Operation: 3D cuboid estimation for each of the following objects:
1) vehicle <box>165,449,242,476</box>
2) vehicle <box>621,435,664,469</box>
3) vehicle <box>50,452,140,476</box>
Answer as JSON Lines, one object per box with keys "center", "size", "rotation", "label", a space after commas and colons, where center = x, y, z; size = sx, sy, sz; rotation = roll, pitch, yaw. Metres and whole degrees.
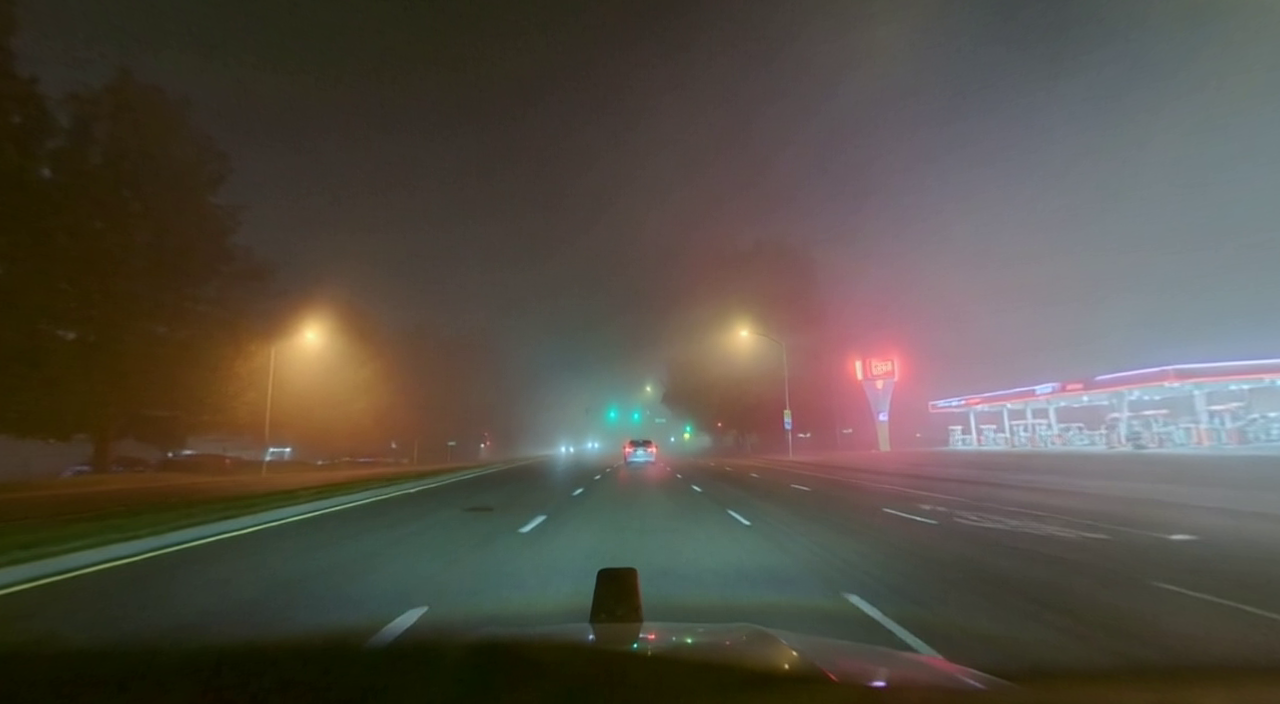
{"center": [-28.646, 7.197, 41.287], "size": [4.749, 1.666, 1.859], "rotation": [-4, -10, 25], "label": "vehicle"}
{"center": [0.114, 5.406, 34.150], "size": [2.213, 1.715, 4.242], "rotation": [0, -9, -1], "label": "vehicle"}
{"center": [-38.264, 7.868, 44.316], "size": [4.469, 1.557, 1.959], "rotation": [6, -11, -34], "label": "vehicle"}
